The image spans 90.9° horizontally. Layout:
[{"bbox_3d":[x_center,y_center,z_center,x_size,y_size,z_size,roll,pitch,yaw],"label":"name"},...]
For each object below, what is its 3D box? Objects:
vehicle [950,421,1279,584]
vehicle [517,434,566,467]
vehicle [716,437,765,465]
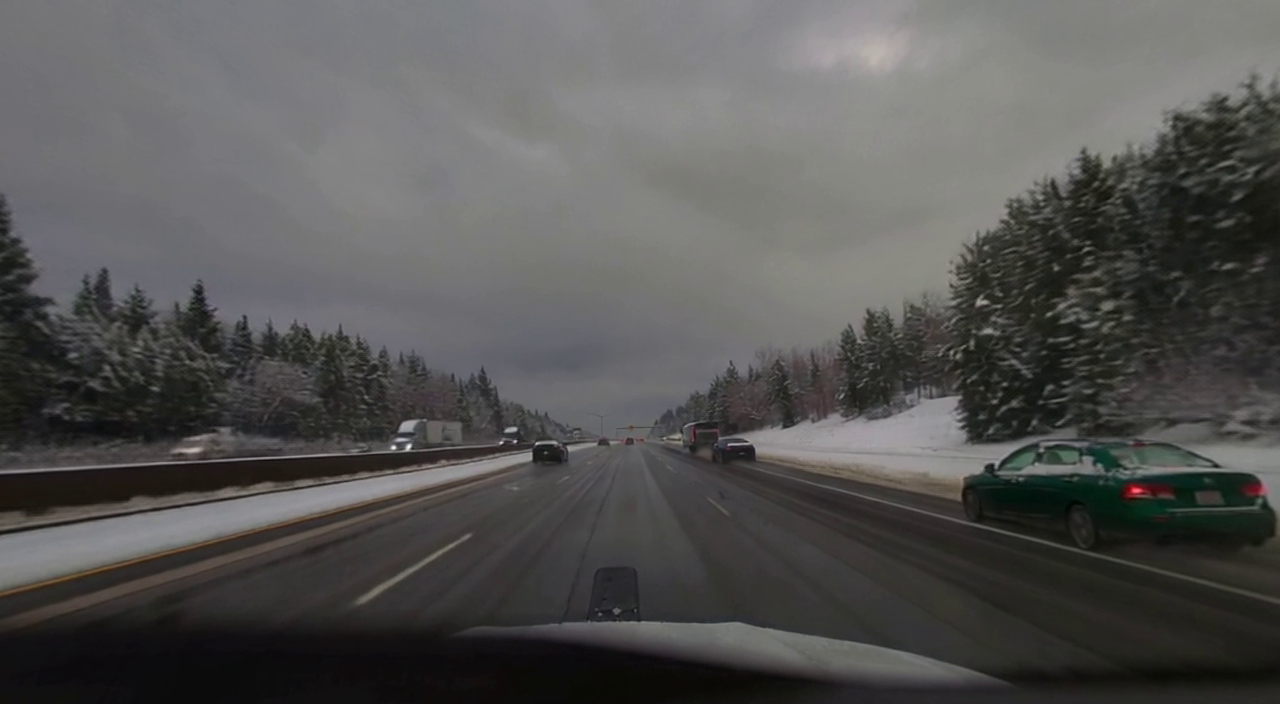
[{"bbox_3d":[6.054,1.667,7.980,2.028,1.488,4.236,0,-8,-1],"label":"vehicle"},{"bbox_3d":[-4.991,5.026,32.471,1.966,1.570,3.859,0,-8,-1],"label":"vehicle"},{"bbox_3d":[5.463,5.402,34.696,1.920,1.436,3.890,0,-8,-2],"label":"vehicle"}]
